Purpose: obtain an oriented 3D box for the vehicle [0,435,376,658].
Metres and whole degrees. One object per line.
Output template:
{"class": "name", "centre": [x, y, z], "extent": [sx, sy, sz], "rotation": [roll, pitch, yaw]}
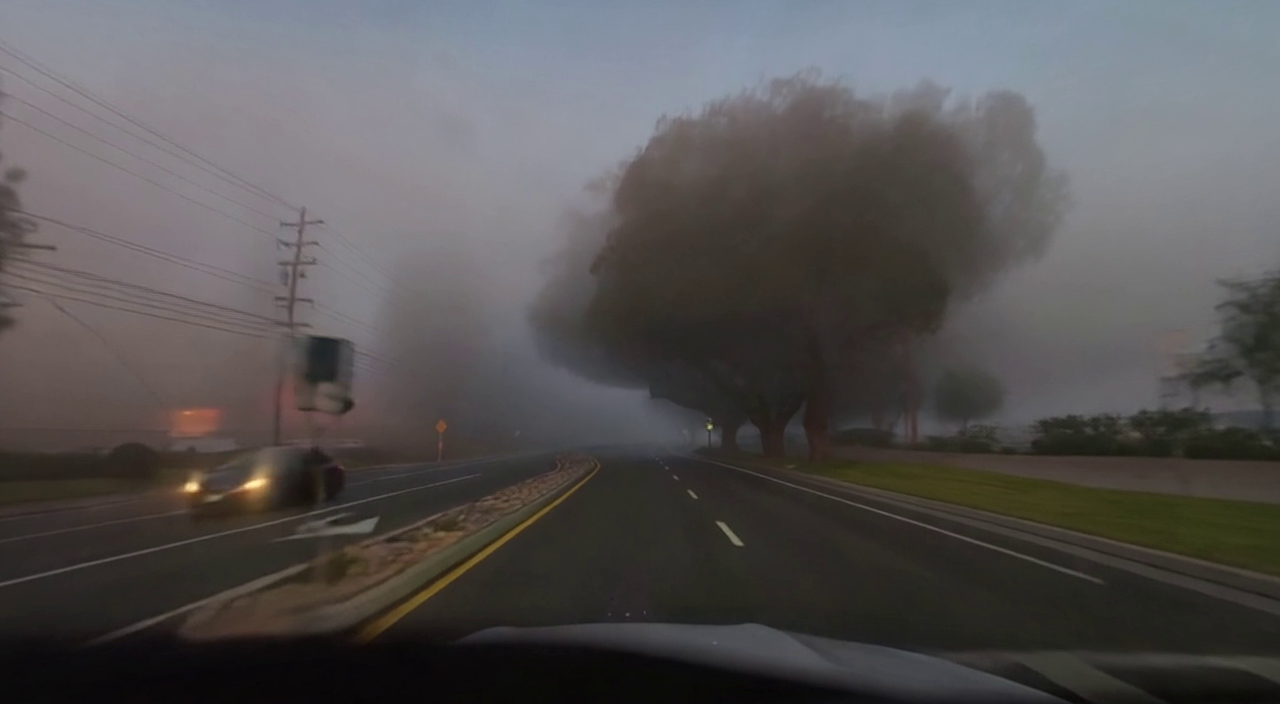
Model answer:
{"class": "vehicle", "centre": [-5.124, 1.757, 7.268], "extent": [1.948, 1.471, 5.408], "rotation": [2, -7, -2]}
